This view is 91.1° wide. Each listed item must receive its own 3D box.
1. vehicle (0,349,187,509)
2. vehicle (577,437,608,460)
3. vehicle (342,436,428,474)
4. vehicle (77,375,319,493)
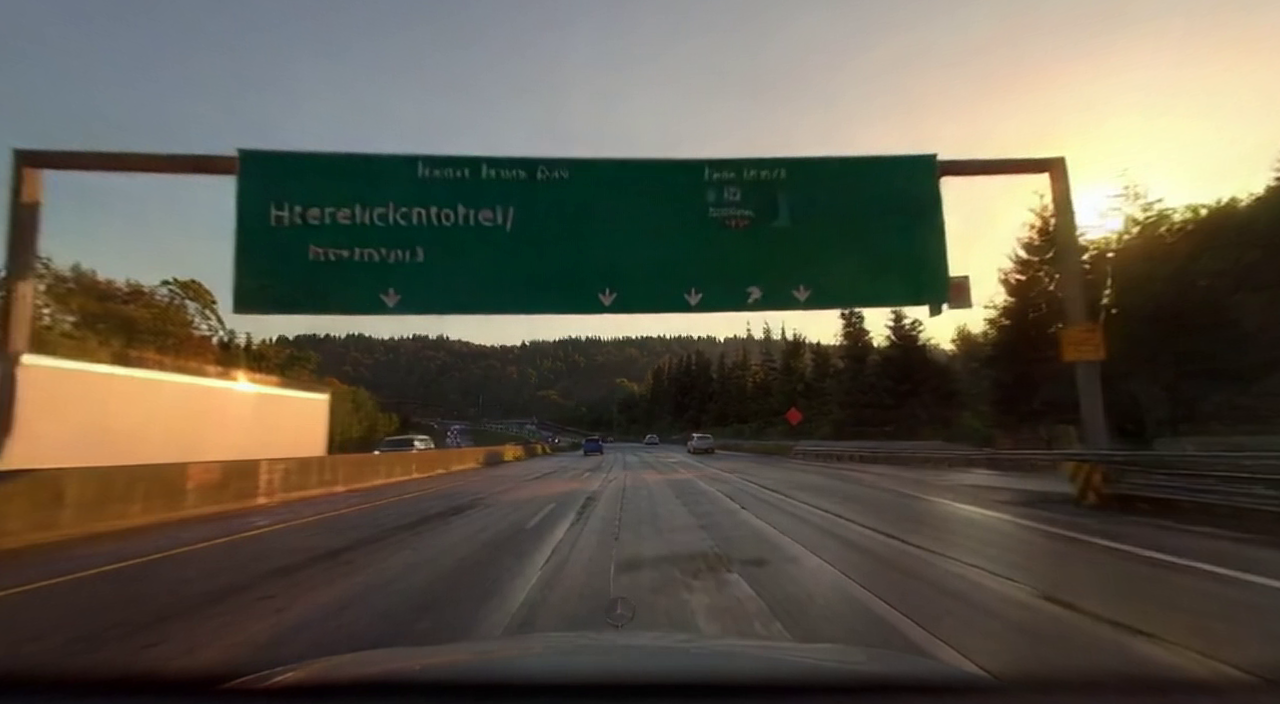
[{"bbox_3d":[-16.579,1.872,15.164,2.934,3.737,10.958,0,-8,1],"label":"vehicle"},{"bbox_3d":[-3.560,7.315,47.887,2.125,1.662,4.336,0,-8,-1],"label":"vehicle"},{"bbox_3d":[-12.514,5.076,31.211,2.197,1.702,4.842,0,-8,0],"label":"vehicle"},{"bbox_3d":[-16.530,3.272,24.746,2.910,3.732,8.947,-1,-8,0],"label":"vehicle"}]
